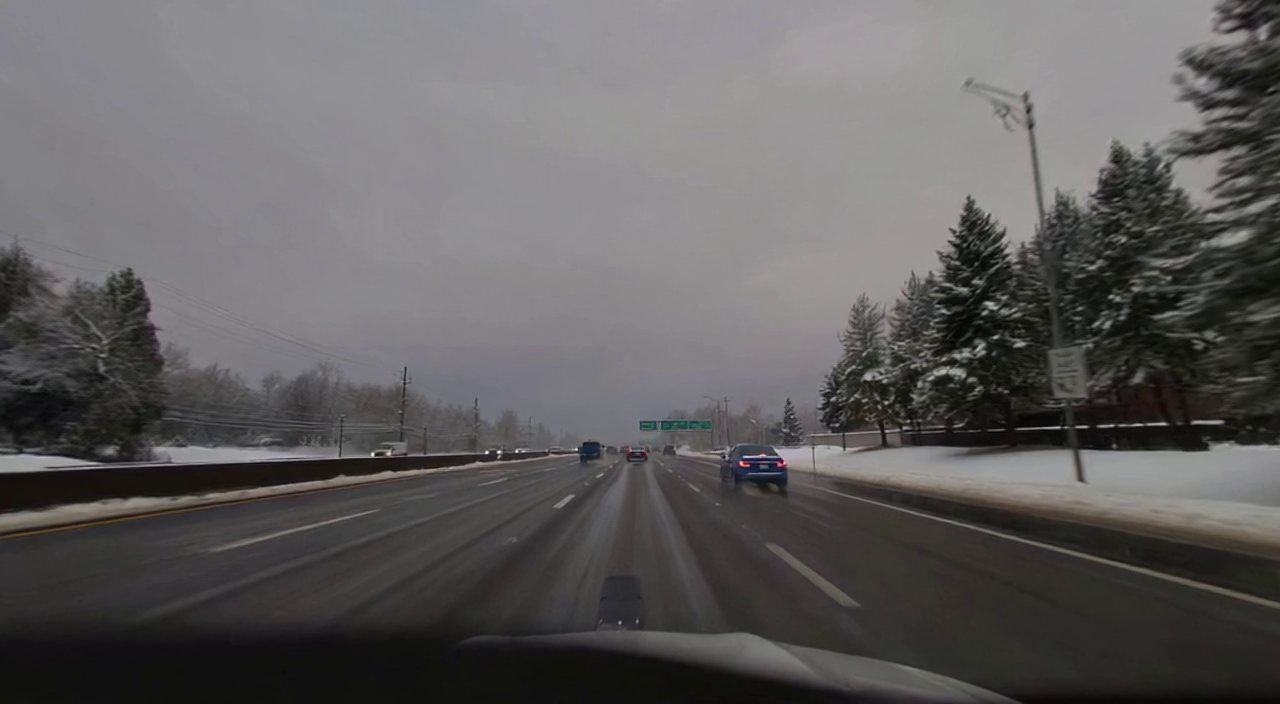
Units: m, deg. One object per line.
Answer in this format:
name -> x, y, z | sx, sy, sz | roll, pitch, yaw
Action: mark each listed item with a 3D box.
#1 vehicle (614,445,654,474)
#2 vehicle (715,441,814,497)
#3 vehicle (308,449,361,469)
vehicle -> -0.345, 5.840, 34.481 | 2.019, 1.472, 3.971 | 0, -8, -1
vehicle -> 3.681, 3.536, 19.528 | 1.995, 1.533, 4.463 | 0, -8, -2
vehicle -> -23.766, 8.327, 49.105 | 1.853, 1.476, 4.522 | 0, -8, 0
